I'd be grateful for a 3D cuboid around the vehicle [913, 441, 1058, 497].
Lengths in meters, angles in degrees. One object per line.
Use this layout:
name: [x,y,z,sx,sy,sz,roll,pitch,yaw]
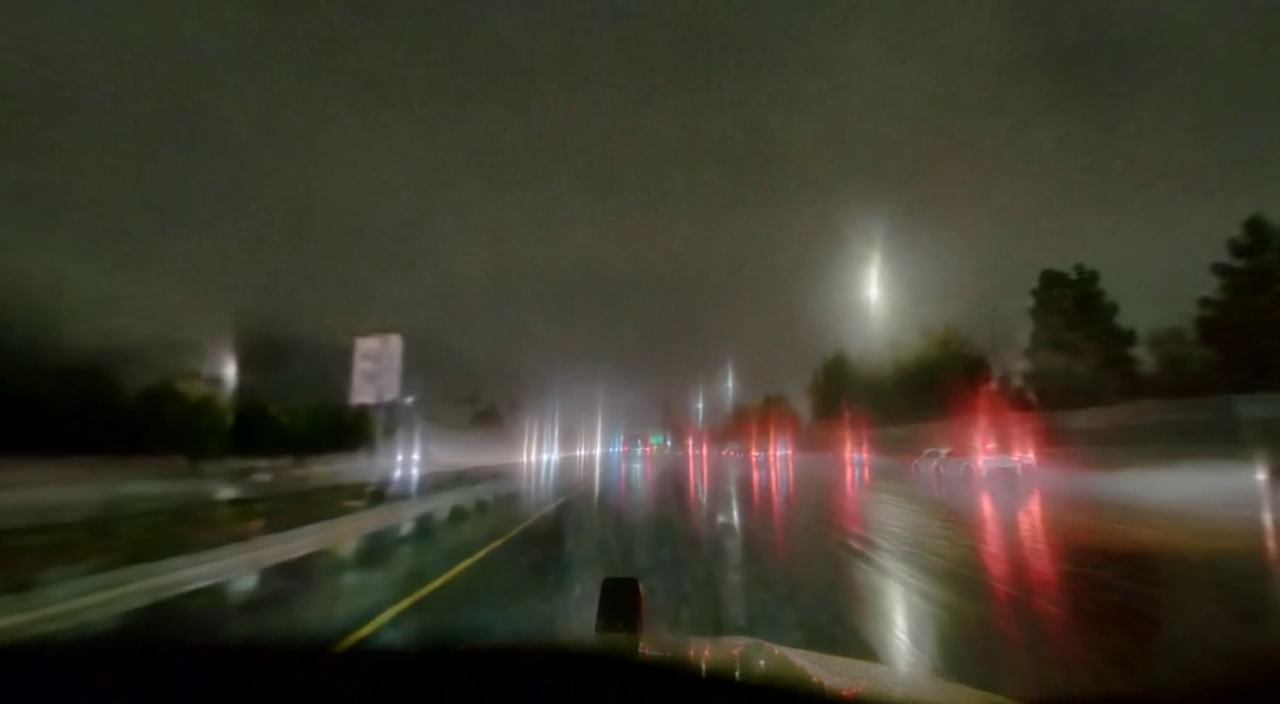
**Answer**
vehicle: [9.792,3.325,18.354,1.836,1.418,4.132,0,-9,0]
